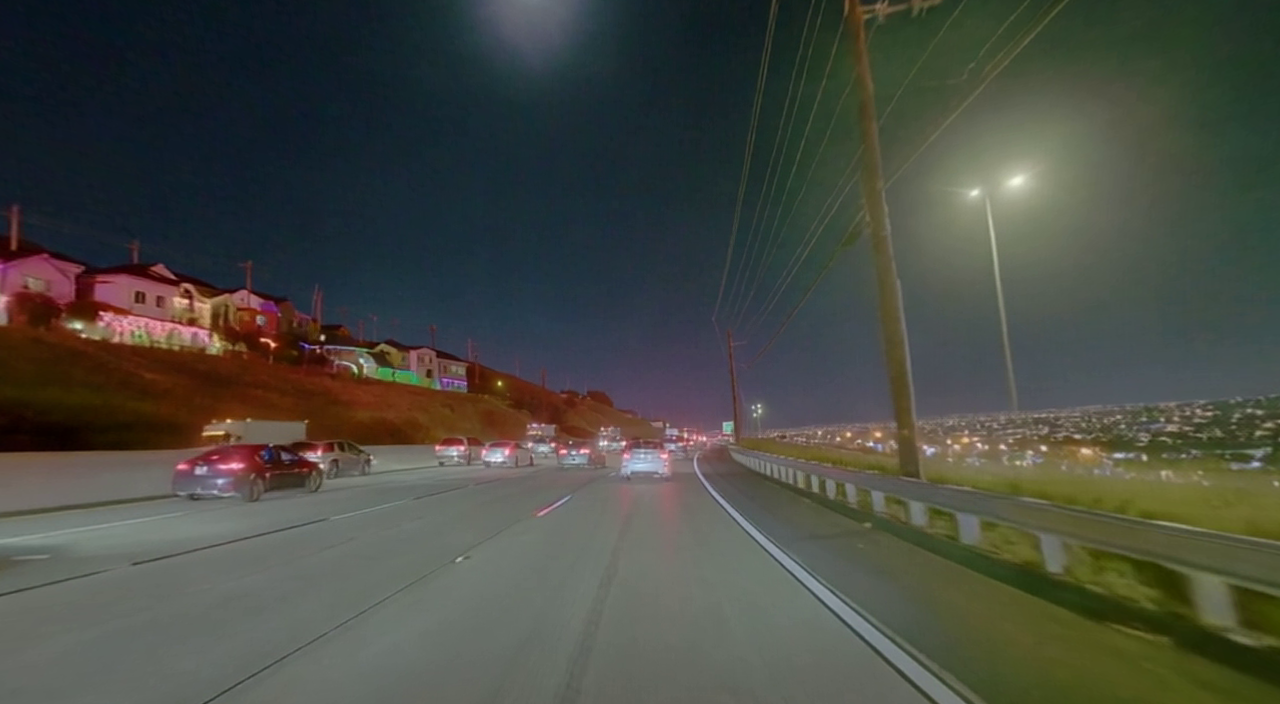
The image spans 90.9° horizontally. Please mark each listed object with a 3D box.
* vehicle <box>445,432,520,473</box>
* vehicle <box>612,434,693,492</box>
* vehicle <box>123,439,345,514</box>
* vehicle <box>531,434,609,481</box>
[{"bbox_3d":[-7.636,4.939,31.165,2.080,1.833,4.461,-1,-8,7],"label":"vehicle"},{"bbox_3d":[0.455,3.159,18.318,2.109,1.495,3.935,-1,-8,4],"label":"vehicle"},{"bbox_3d":[-9.177,2.812,14.850,1.959,1.469,4.450,-1,-8,5],"label":"vehicle"},{"bbox_3d":[-2.604,4.054,24.538,2.121,1.639,4.383,-1,-8,6],"label":"vehicle"}]
